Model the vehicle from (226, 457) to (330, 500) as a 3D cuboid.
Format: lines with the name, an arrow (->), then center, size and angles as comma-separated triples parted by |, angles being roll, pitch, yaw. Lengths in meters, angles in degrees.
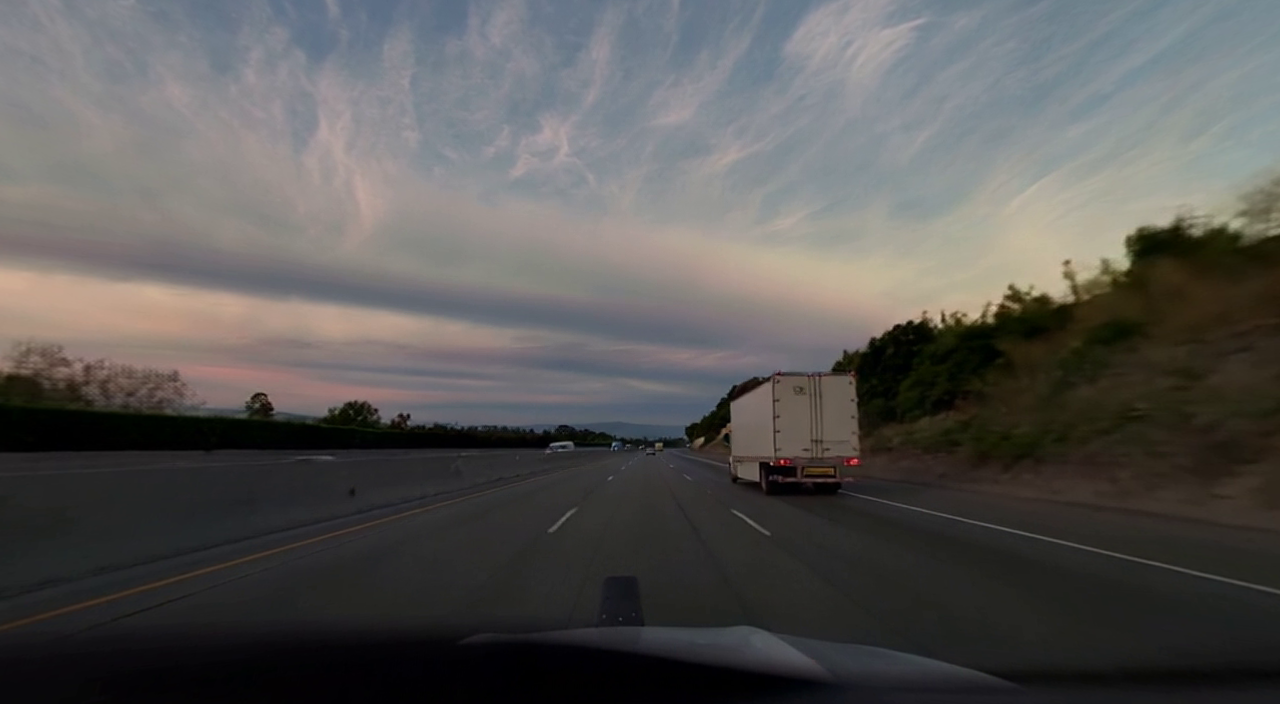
vehicle -> -14.358, 5.009, 25.304 | 1.841, 1.561, 3.800 | 0, -9, 1

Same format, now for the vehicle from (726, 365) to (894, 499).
vehicle -> 4.745, 2.594, 19.708 | 2.771, 3.313, 8.121 | 0, -9, -1

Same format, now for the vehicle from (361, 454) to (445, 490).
vehicle -> -10.805, 5.478, 29.147 | 2.192, 1.516, 4.296 | 0, -9, 0
